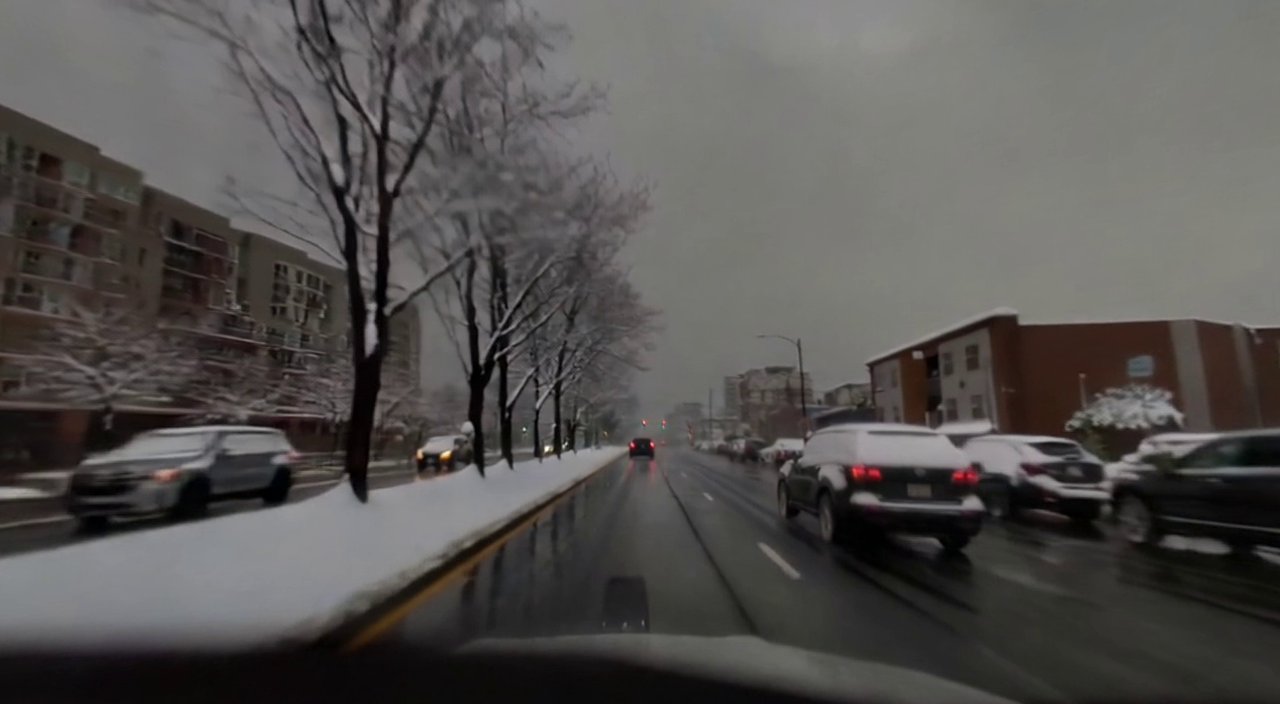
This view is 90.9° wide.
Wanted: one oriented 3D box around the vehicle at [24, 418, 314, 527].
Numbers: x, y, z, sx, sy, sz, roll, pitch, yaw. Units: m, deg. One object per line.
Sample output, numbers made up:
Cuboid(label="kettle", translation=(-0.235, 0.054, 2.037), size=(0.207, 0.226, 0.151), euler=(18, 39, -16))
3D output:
Cuboid(label="vehicle", translation=(-8.386, 2.161, 11.940), size=(2.042, 1.654, 4.504), euler=(0, -8, -1))

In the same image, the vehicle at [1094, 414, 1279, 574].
Cuboid(label="vehicle", translation=(7.628, 1.542, 6.976), size=(1.869, 1.658, 4.405), euler=(0, -8, 0))

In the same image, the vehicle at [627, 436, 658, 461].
Cuboid(label="vehicle", translation=(0.218, 7.395, 48.571), size=(2.244, 1.813, 4.129), euler=(0, -8, 1))

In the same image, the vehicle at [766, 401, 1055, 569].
Cuboid(label="vehicle", translation=(3.286, 1.710, 8.921), size=(2.071, 1.747, 4.549), euler=(0, -8, 0))

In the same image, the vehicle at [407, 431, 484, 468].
Cuboid(label="vehicle", translation=(-10.609, 5.365, 34.988), size=(2.502, 1.881, 5.953), euler=(0, -8, -2))
